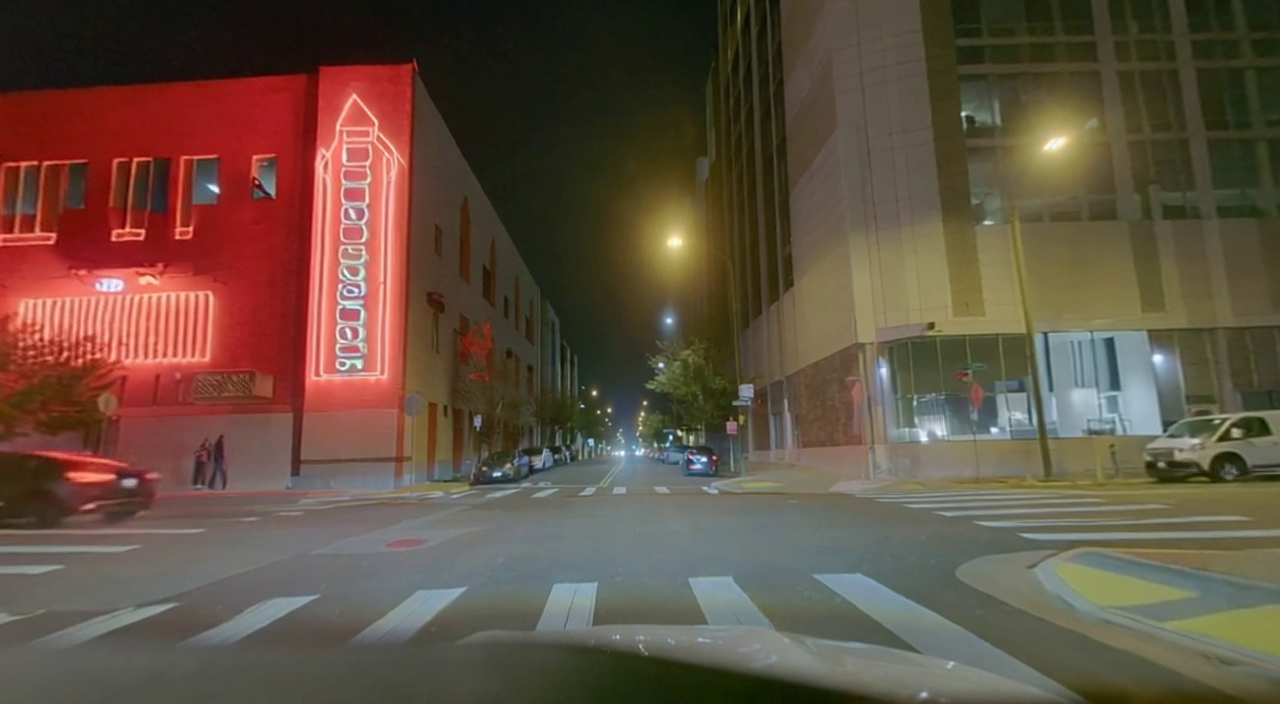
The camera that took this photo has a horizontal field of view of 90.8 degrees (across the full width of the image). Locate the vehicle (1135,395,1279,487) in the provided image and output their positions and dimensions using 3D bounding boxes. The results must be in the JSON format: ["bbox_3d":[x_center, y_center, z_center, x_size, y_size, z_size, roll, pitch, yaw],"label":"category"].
[{"bbox_3d":[18.663,2.670,19.027,5.384,2.586,2.358,0,-9,0],"label":"vehicle"}]

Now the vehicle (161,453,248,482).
[{"bbox_3d":[-24.384,6.460,35.469,3.618,1.412,1.587,-1,-9,-7],"label":"vehicle"}]

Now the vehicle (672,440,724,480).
[{"bbox_3d":[2.580,4.932,29.125,1.917,1.680,4.500,0,-9,0],"label":"vehicle"}]

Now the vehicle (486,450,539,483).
[{"bbox_3d":[-6.024,5.432,30.248,1.864,1.447,3.887,0,-9,-2],"label":"vehicle"}]

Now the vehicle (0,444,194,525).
[{"bbox_3d":[-12.347,2.624,12.820,4.877,1.482,2.041,1,-9,-6],"label":"vehicle"}]
